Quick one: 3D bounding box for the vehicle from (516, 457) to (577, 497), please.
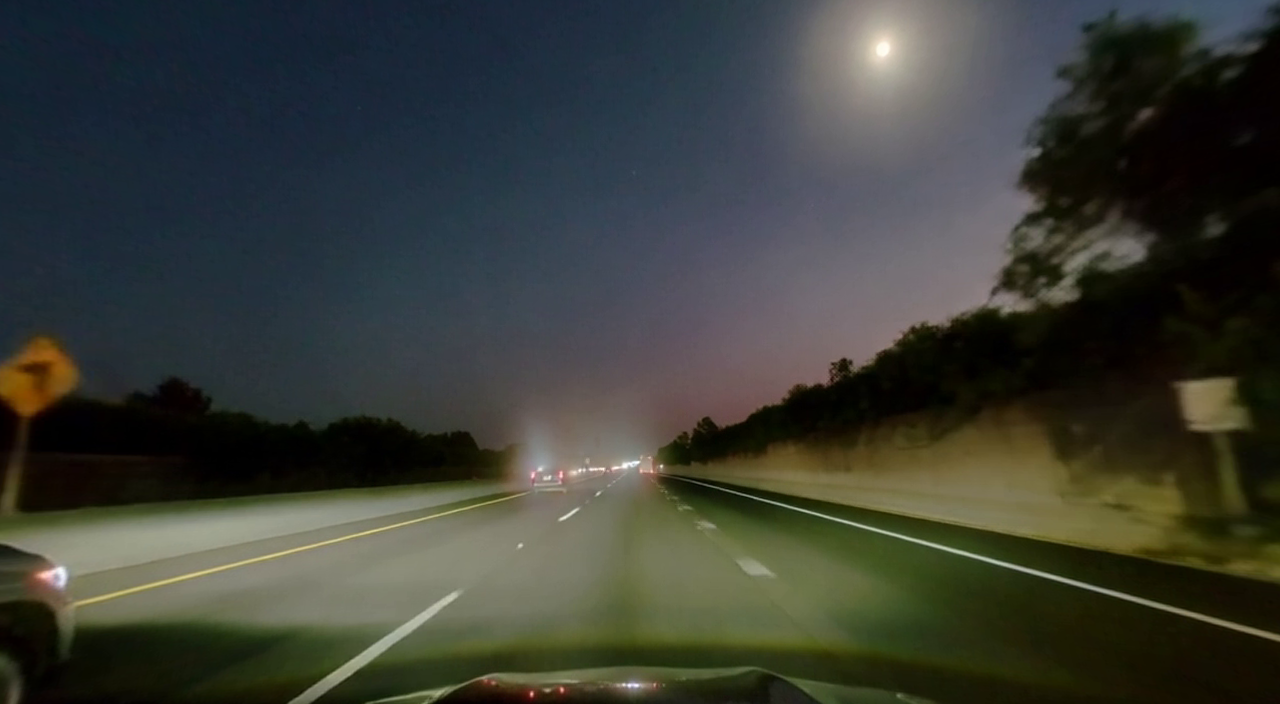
[{"bbox_3d":[-4.419,5.999,30.498,2.178,1.736,4.847,1,-10,0],"label":"vehicle"}]
